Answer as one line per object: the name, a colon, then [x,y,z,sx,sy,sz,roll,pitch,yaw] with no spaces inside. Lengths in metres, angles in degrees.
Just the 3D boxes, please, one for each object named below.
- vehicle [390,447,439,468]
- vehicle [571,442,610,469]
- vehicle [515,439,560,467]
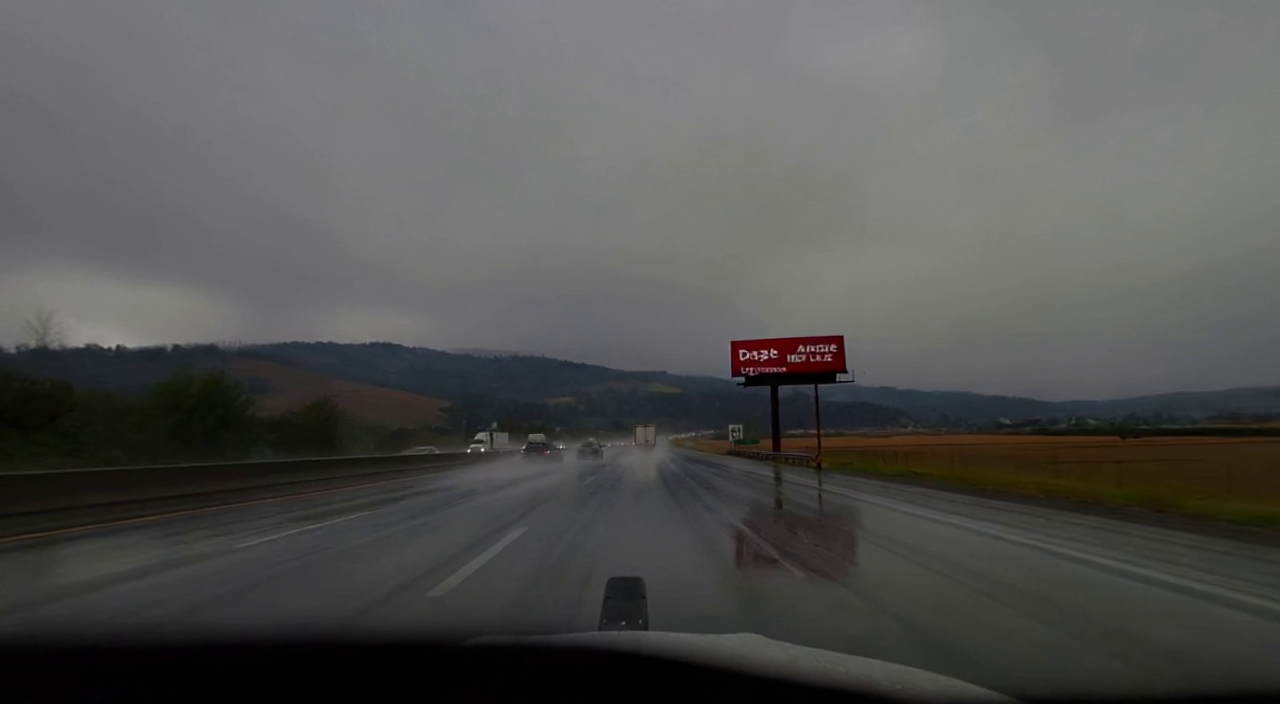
vehicle: [-17.075,7.985,47.999,1.949,1.507,4.826,0,-8,1]
vehicle: [-2.965,6.351,38.998,2.042,1.532,4.396,0,-8,0]
vehicle: [-6.645,6.593,41.429,2.062,1.708,4.458,0,-8,1]
